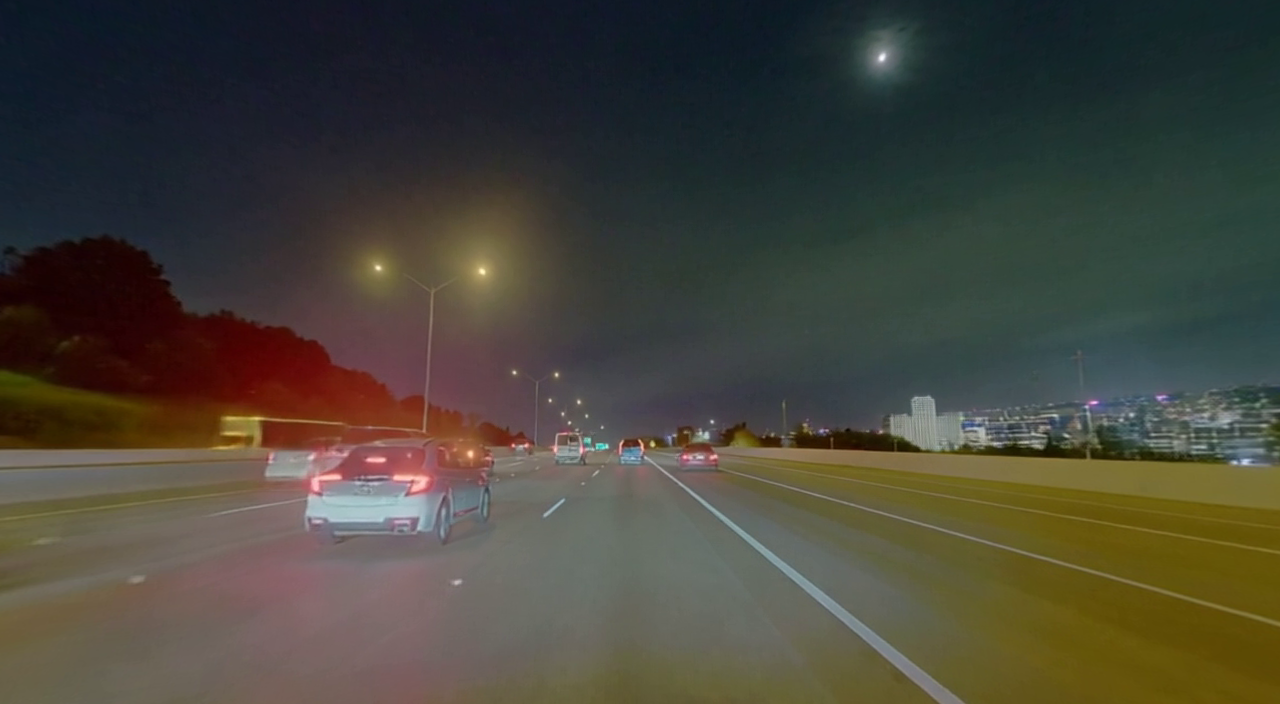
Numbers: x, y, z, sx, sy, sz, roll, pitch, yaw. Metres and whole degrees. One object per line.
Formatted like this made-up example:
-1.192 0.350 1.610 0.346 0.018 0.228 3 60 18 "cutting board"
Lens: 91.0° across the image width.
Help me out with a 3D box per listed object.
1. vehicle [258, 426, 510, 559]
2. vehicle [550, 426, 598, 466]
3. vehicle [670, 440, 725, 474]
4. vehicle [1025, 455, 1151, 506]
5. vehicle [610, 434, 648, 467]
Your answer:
-3.377 1.937 9.372 1.963 1.507 4.172 0 -9 0 "vehicle"
-4.010 5.904 39.484 2.504 2.276 5.933 0 -9 -1 "vehicle"
2.660 5.038 30.354 2.127 1.513 4.501 0 -9 -1 "vehicle"
14.533 4.147 20.660 1.578 1.407 3.414 2 -8 -1 "vehicle"
-0.654 5.928 37.913 2.207 1.807 4.199 0 -9 -1 "vehicle"
